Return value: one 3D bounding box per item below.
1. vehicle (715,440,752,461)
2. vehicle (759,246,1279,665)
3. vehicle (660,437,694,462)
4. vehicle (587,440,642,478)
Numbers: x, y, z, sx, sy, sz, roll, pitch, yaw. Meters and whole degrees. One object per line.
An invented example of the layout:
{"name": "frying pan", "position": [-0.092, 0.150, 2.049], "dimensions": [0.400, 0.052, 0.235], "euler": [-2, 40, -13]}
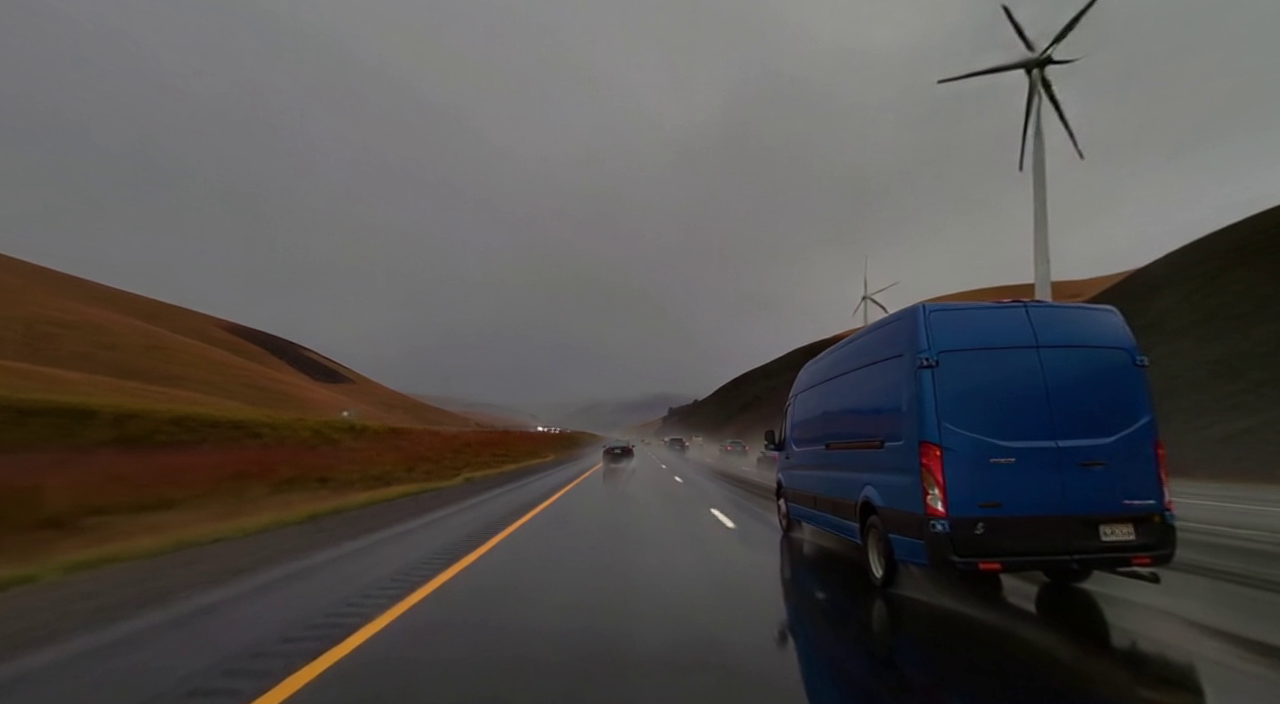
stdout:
{"name": "vehicle", "position": [6.762, 7.161, 45.972], "dimensions": [1.858, 1.475, 4.421], "euler": [0, -8, -2]}
{"name": "vehicle", "position": [3.058, 1.012, 6.866], "dimensions": [2.365, 2.630, 5.754], "euler": [0, -8, 0]}
{"name": "vehicle", "position": [2.633, 6.977, 45.463], "dimensions": [2.108, 1.717, 3.996], "euler": [0, -8, -1]}
{"name": "vehicle", "position": [-1.009, 4.395, 26.280], "dimensions": [2.082, 1.445, 3.826], "euler": [0, -8, -1]}
